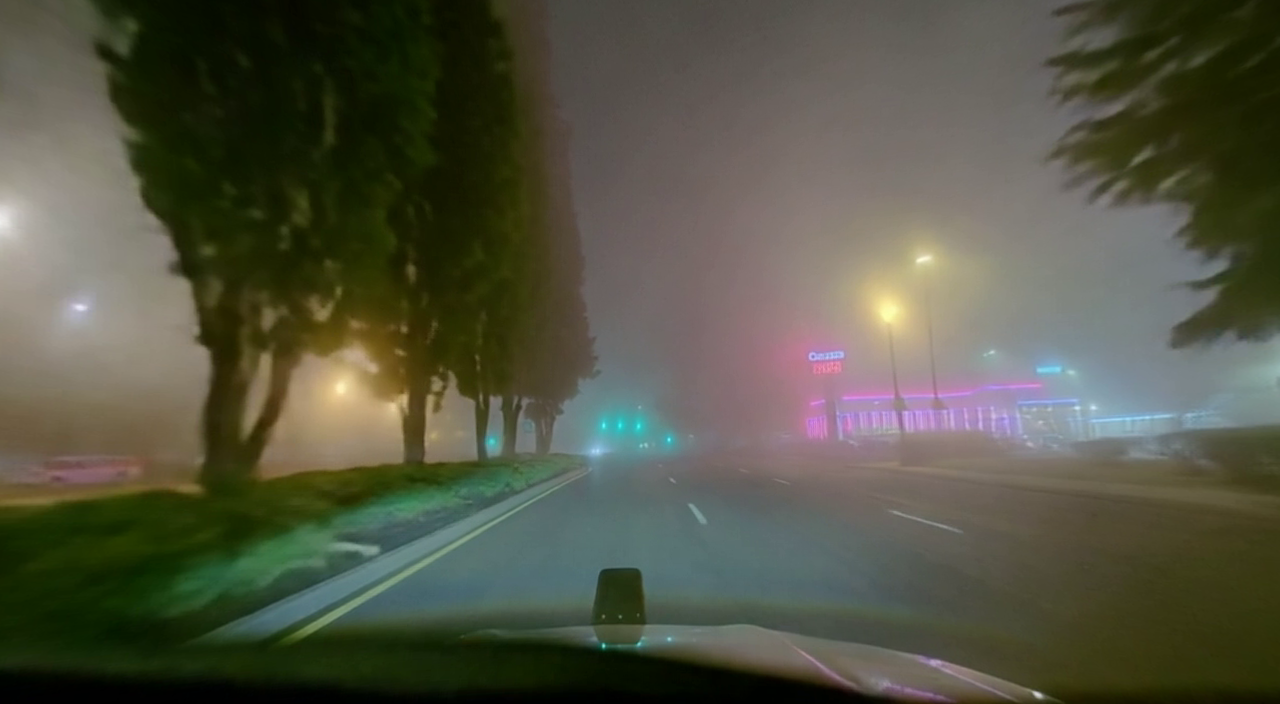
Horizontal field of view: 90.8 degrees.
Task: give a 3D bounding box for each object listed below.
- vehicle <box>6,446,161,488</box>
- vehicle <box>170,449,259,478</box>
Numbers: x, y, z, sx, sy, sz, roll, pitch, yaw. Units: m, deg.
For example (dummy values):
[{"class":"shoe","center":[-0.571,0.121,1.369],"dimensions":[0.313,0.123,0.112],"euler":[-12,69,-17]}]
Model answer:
[{"class":"vehicle","center":[-28.123,5.798,32.244],"dimensions":[5.442,1.936,2.127],"euler":[4,-9,-26]},{"class":"vehicle","center":[-27.533,7.198,41.087],"dimensions":[4.529,1.711,1.972],"euler":[4,-9,-28]}]
